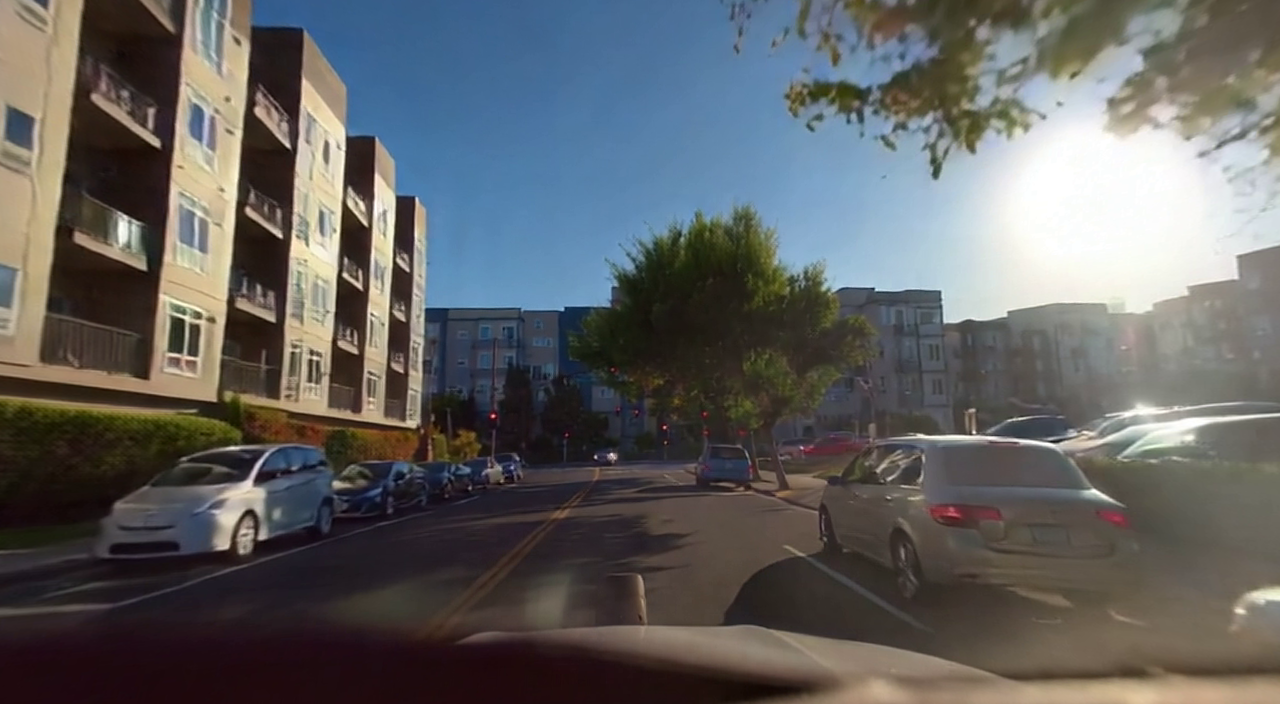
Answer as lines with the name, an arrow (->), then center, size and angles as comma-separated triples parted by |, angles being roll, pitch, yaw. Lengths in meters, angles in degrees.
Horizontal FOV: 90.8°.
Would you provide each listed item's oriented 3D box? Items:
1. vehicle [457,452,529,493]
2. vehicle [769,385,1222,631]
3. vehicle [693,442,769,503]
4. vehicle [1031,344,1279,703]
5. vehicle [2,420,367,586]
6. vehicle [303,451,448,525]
vehicle -> -5.975, 4.935, 26.237 | 1.934, 1.484, 4.630 | 0, -8, 0
vehicle -> 3.106, 1.494, 7.012 | 2.408, 1.815, 4.462 | 0, -9, 0
vehicle -> 3.122, 4.219, 22.727 | 2.034, 1.689, 4.978 | 0, -5, 0
vehicle -> 3.212, 0.663, 1.053 | 2.153, 1.685, 4.586 | 0, -8, 0
vehicle -> -6.085, 2.027, 9.413 | 1.993, 1.817, 4.619 | 0, -8, -1
vehicle -> -6.173, 3.174, 15.364 | 1.789, 1.462, 4.313 | 0, -8, -2
